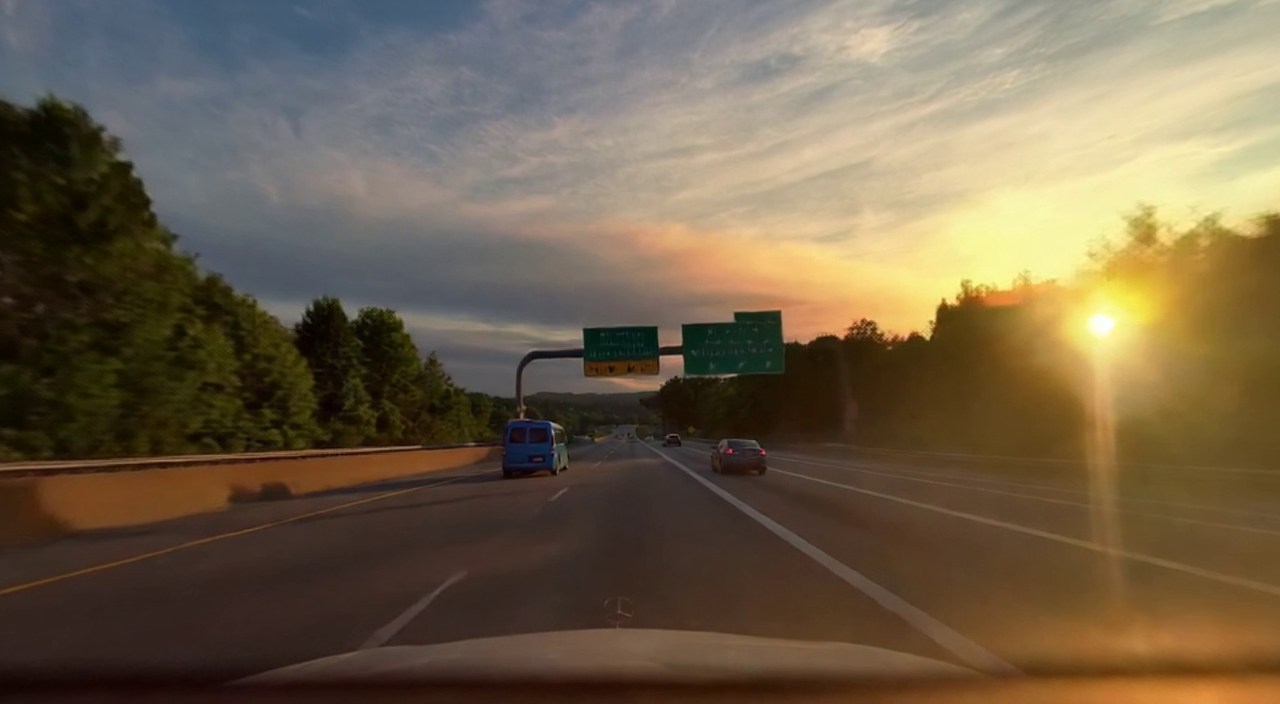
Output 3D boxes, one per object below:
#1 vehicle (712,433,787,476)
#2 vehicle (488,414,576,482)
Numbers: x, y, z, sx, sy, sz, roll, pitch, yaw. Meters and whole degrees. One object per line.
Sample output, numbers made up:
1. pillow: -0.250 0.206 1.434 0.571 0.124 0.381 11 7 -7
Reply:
1. vehicle: 3.988 3.781 23.640 2.020 1.464 3.803 0 -7 -2
2. vehicle: -3.580 3.291 21.992 2.275 2.053 5.082 0 -7 -2
